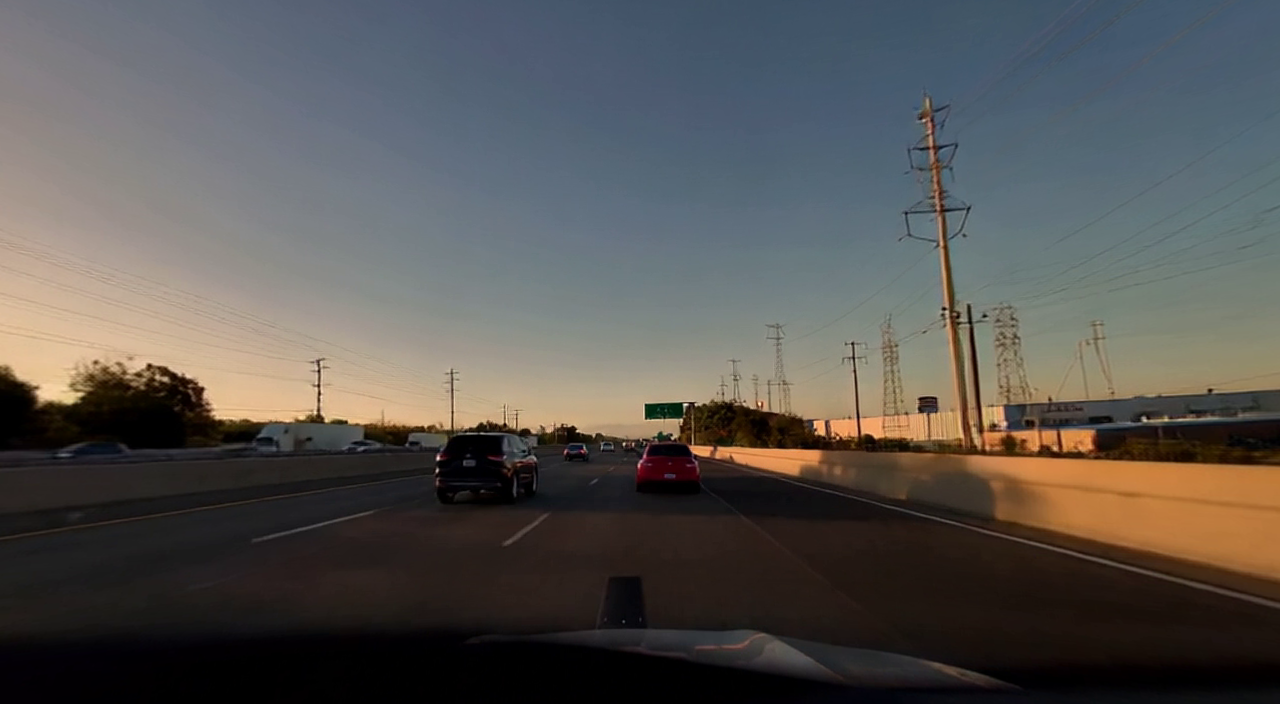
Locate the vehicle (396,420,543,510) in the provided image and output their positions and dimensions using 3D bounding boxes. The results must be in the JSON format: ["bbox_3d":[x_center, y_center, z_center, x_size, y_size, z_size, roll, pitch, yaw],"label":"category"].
[{"bbox_3d":[-3.717,2.570,14.727,2.125,1.764,4.393,0,-8,1],"label":"vehicle"}]

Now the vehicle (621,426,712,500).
[{"bbox_3d":[0.663,2.937,17.048,2.134,1.733,4.049,0,-8,1],"label":"vehicle"}]

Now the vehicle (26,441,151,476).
[{"bbox_3d":[-30.867,5.949,35.601,2.229,1.826,5.424,0,-8,-2],"label":"vehicle"}]

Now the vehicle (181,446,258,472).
[{"bbox_3d":[-27.950,7.075,42.146,2.030,1.569,4.801,0,-8,-3],"label":"vehicle"}]
